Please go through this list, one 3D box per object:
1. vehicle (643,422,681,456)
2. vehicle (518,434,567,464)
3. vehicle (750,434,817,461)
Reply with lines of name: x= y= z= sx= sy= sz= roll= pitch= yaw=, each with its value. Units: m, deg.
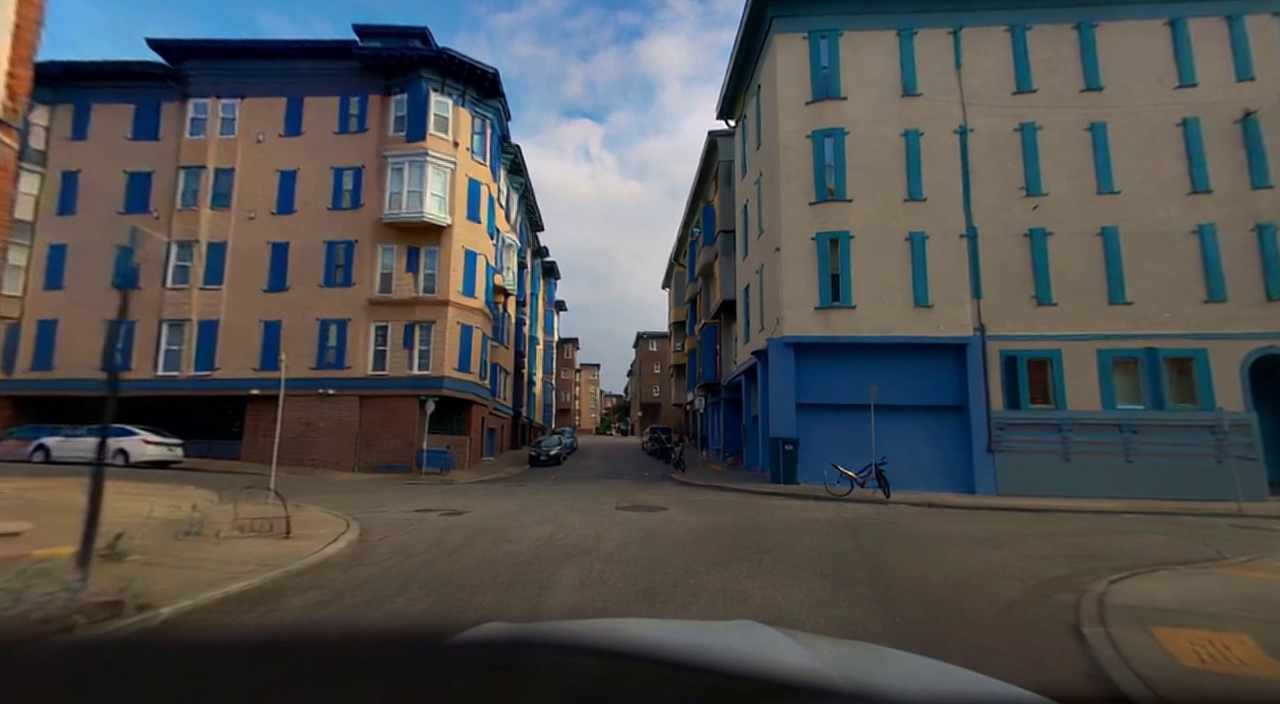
vehicle: x=1.359 y=5.646 z=40.894 sx=2.072 sy=2.074 sz=4.358 roll=1 pitch=-8 yaw=-3
vehicle: x=-4.839 y=4.864 z=31.690 sx=1.897 sy=1.431 sz=3.741 roll=0 pitch=-8 yaw=0
vehicle: x=8.150 y=5.450 z=35.885 sx=3.404 sy=1.431 sz=1.641 roll=1 pitch=-8 yaw=-1
